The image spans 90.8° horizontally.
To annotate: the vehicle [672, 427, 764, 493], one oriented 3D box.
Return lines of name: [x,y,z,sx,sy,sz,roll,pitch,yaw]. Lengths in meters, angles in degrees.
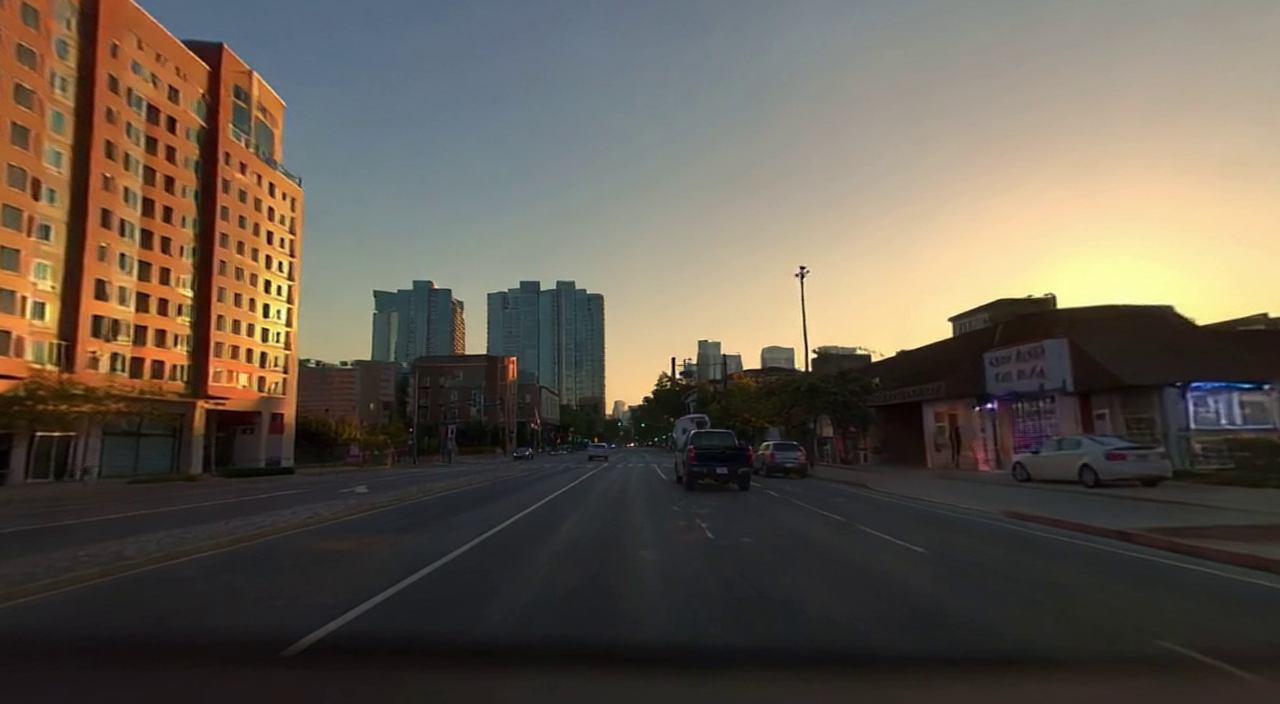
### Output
vehicle: [2.281,3.364,19.951,2.130,1.787,5.126,0,-9,-1]

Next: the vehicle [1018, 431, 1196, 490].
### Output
vehicle: [14.558,3.394,20.107,1.975,1.648,4.451,1,-9,-5]

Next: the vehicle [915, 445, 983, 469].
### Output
vehicle: [19.860,6.746,40.887,1.780,1.474,4.533,0,-8,-5]

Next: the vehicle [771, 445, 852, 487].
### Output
vehicle: [6.480,4.341,24.386,1.795,1.459,4.333,0,-9,-1]
